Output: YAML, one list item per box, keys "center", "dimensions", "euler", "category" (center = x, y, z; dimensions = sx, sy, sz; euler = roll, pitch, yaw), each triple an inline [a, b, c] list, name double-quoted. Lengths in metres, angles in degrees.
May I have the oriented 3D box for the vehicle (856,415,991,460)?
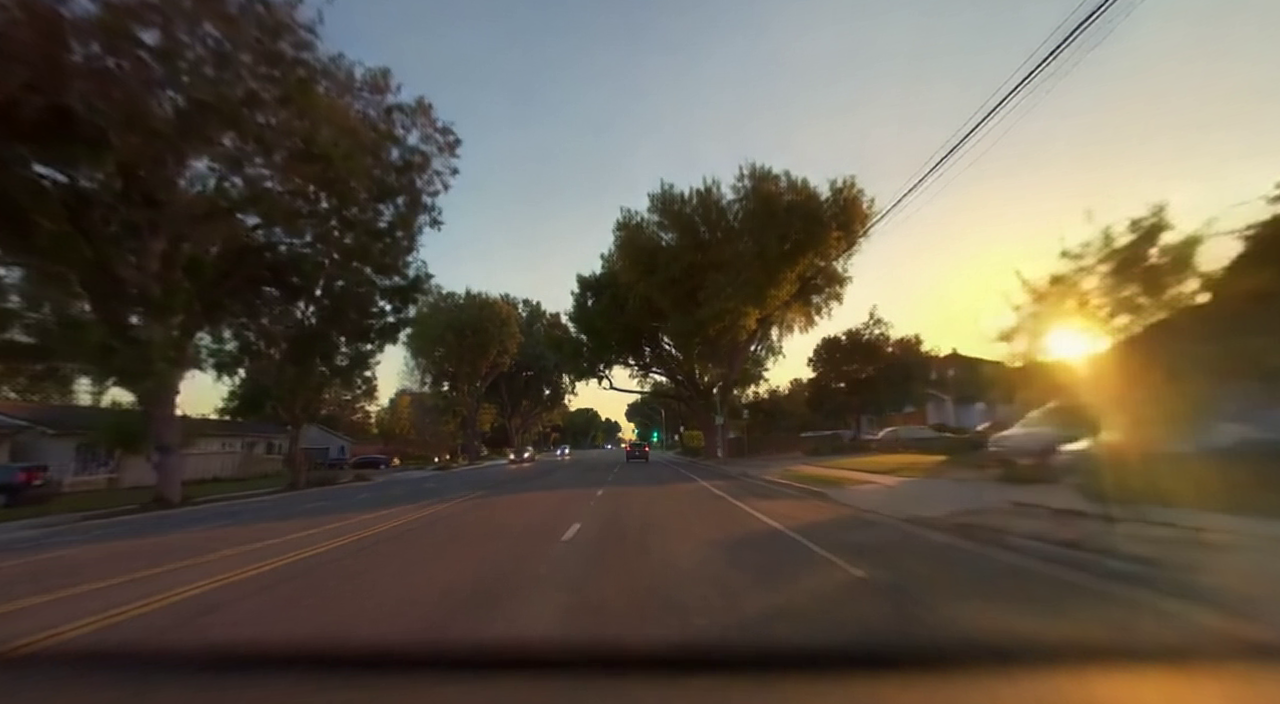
- center: [16.161, 4.937, 36.356]
  dimensions: [6.339, 2.103, 2.660]
  euler: [-3, -8, -1]
  category: "vehicle"

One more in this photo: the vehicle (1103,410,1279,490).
- center: [12.195, 1.938, 12.580]
  dimensions: [4.415, 1.467, 1.865]
  euler: [0, -9, 0]
  category: "vehicle"

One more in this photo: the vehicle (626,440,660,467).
- center: [0.150, 7.121, 44.552]
  dimensions: [2.215, 1.799, 4.426]
  euler: [0, -9, -1]
  category: "vehicle"
